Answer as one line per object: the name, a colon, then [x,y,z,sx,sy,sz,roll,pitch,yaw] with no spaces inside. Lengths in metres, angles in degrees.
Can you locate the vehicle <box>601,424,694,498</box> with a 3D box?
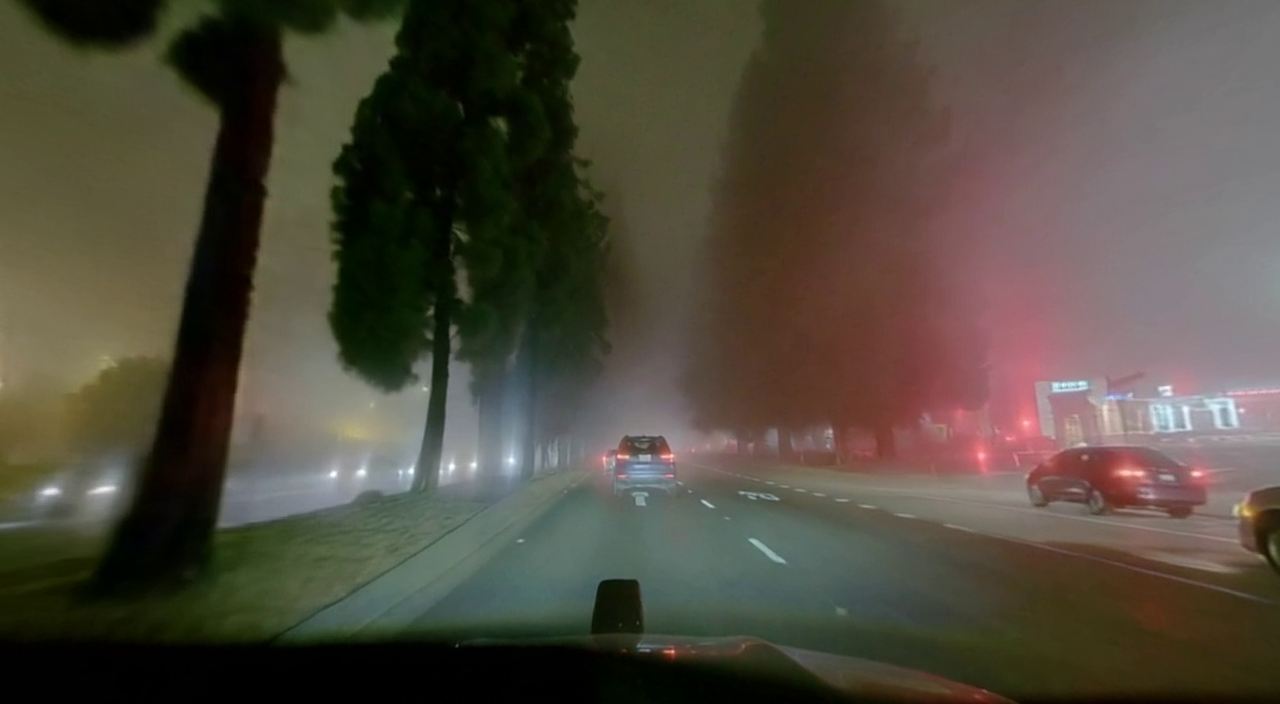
vehicle: [0.043,3.172,18.733,2.300,1.870,4.936,0,-8,-4]

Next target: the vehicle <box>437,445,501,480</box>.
vehicle: [-8.778,5.680,32.803,2.120,1.628,4.331,0,-8,0]

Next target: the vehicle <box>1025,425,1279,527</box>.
vehicle: [9.457,2.194,11.774,1.894,1.517,4.419,-1,-8,2]

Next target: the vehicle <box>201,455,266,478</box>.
vehicle: [-29.589,8.331,46.068,3.520,1.405,1.750,-3,-10,-1]

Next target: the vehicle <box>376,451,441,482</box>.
vehicle: [-12.525,6.194,34.469,1.866,1.491,4.495,0,-8,0]

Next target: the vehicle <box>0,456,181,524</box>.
vehicle: [-16.000,3.828,18.149,1.952,1.569,4.886,0,-8,-1]
